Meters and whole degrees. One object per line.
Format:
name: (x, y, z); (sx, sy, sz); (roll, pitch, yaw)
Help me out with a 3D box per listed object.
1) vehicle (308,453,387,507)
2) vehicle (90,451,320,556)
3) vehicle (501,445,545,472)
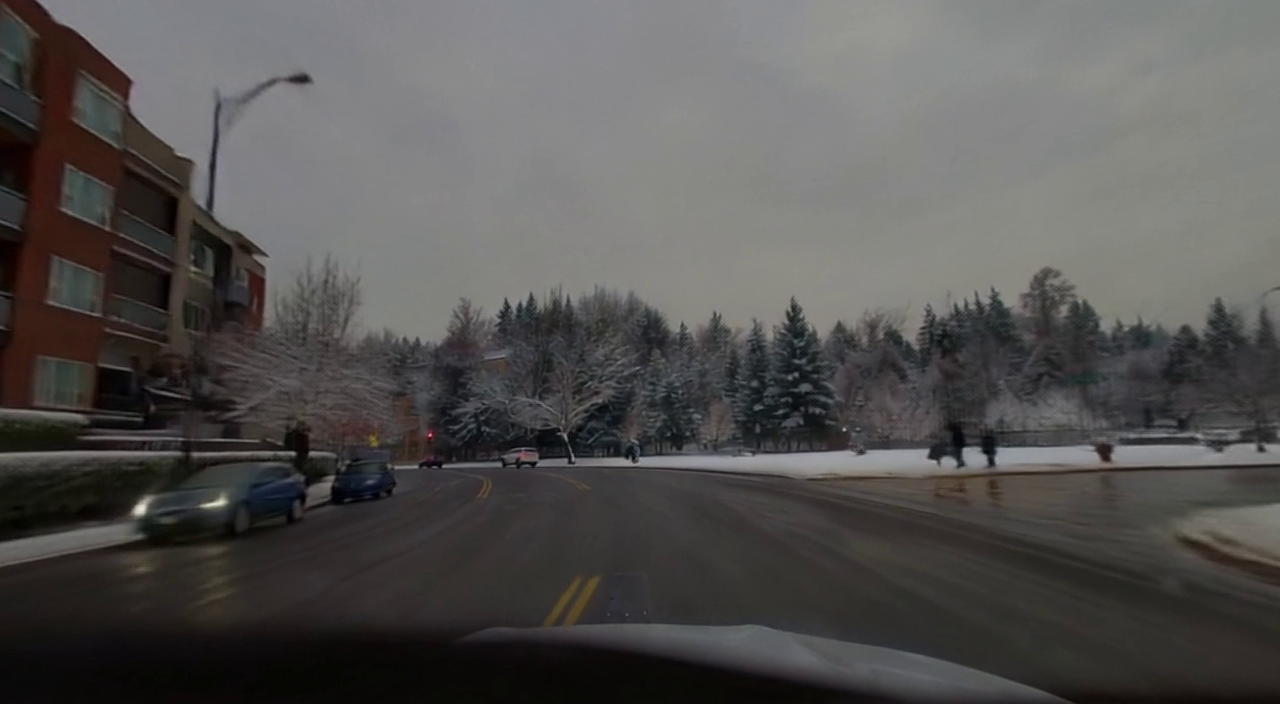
vehicle: (-10.783, 4.688, 23.515); (1.908, 1.602, 4.279); (-2, -8, -15)
vehicle: (-8.537, 2.918, 12.992); (1.994, 1.697, 4.436); (1, -9, -7)
vehicle: (-8.511, 7.658, 45.527); (2.000, 1.809, 4.405); (3, -9, -25)
